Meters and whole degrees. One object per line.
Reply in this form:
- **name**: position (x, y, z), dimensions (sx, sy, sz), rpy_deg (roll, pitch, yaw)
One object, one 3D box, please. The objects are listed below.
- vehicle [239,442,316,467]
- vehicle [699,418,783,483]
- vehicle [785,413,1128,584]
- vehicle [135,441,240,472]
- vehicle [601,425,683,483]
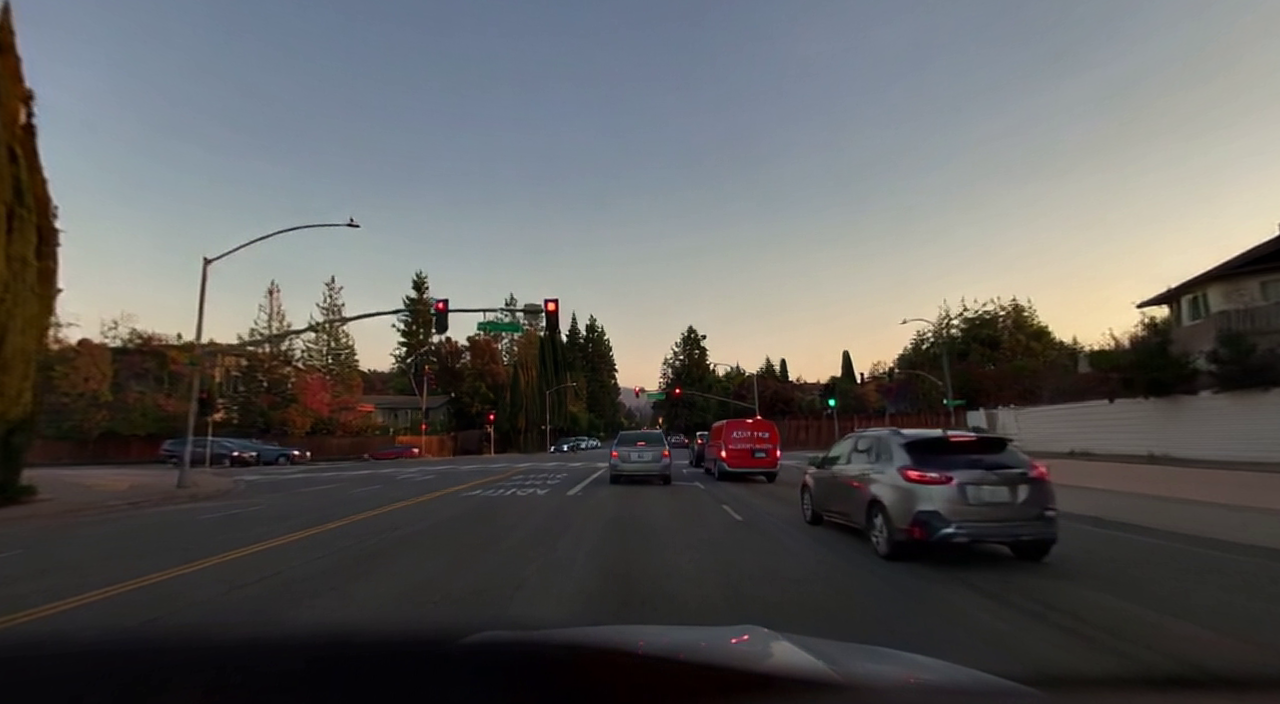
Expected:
- **vehicle**: position (-24.992, 7.064, 43.362), dimensions (4.073, 1.603, 1.920), rpy_deg (1, -9, -8)
- **vehicle**: position (3.201, 3.251, 20.785), dimensions (2.059, 1.924, 4.257), rpy_deg (0, -9, 0)
- **vehicle**: position (3.361, 1.660, 7.940), dimensions (1.934, 1.506, 4.544), rpy_deg (0, -9, 0)
- **vehicle**: position (-28.118, 6.484, 39.160), dimensions (4.757, 1.841, 2.121), rpy_deg (1, -9, -7)
- **vehicle**: position (0.104, 3.257, 20.127), dimensions (2.321, 1.624, 4.367), rpy_deg (0, -9, 1)
